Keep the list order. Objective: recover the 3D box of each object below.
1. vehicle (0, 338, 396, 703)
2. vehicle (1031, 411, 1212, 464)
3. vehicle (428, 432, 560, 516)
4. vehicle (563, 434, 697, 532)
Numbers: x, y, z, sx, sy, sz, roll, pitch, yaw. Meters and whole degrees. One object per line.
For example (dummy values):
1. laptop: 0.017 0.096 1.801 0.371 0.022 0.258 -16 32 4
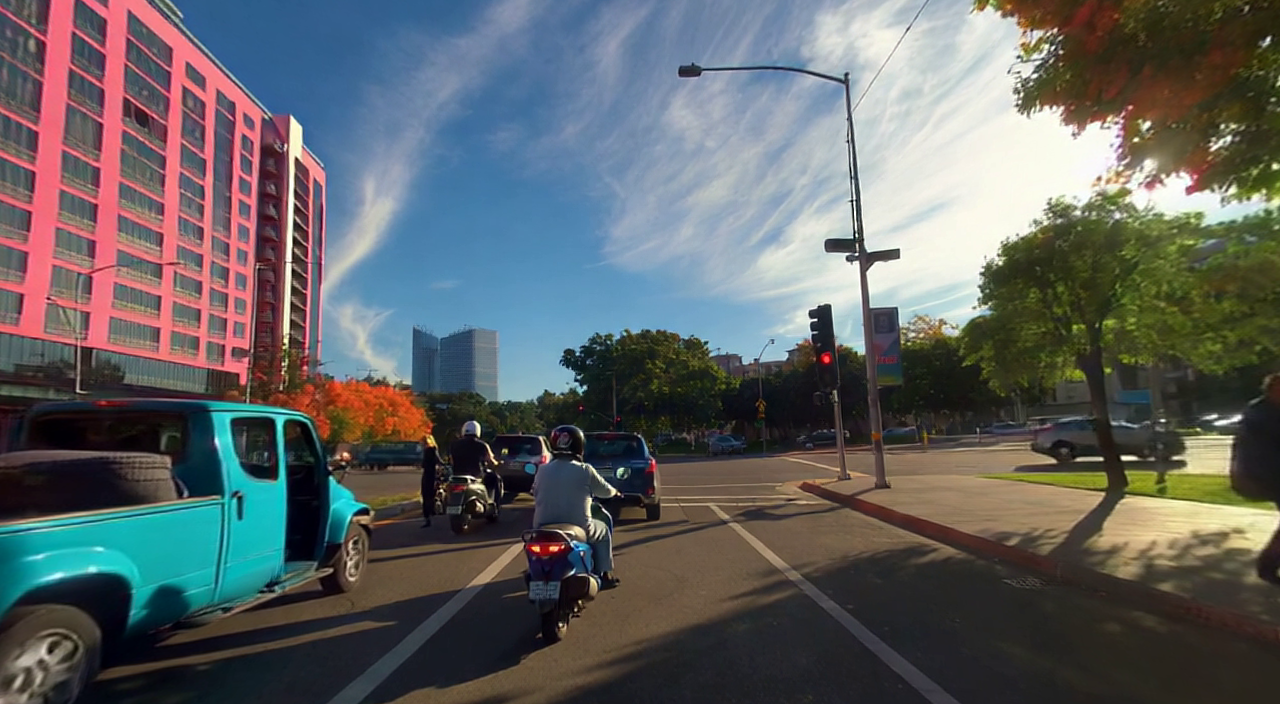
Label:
1. vehicle: -3.598 1.098 4.137 2.000 1.809 4.855 0 -9 0
2. vehicle: 18.352 3.347 24.342 5.226 1.840 2.016 -7 -11 37
3. vehicle: -3.126 2.703 14.431 1.935 1.615 4.073 -1 -9 2
4. vehicle: -0.120 2.295 11.615 2.025 1.458 4.085 -1 -9 1
